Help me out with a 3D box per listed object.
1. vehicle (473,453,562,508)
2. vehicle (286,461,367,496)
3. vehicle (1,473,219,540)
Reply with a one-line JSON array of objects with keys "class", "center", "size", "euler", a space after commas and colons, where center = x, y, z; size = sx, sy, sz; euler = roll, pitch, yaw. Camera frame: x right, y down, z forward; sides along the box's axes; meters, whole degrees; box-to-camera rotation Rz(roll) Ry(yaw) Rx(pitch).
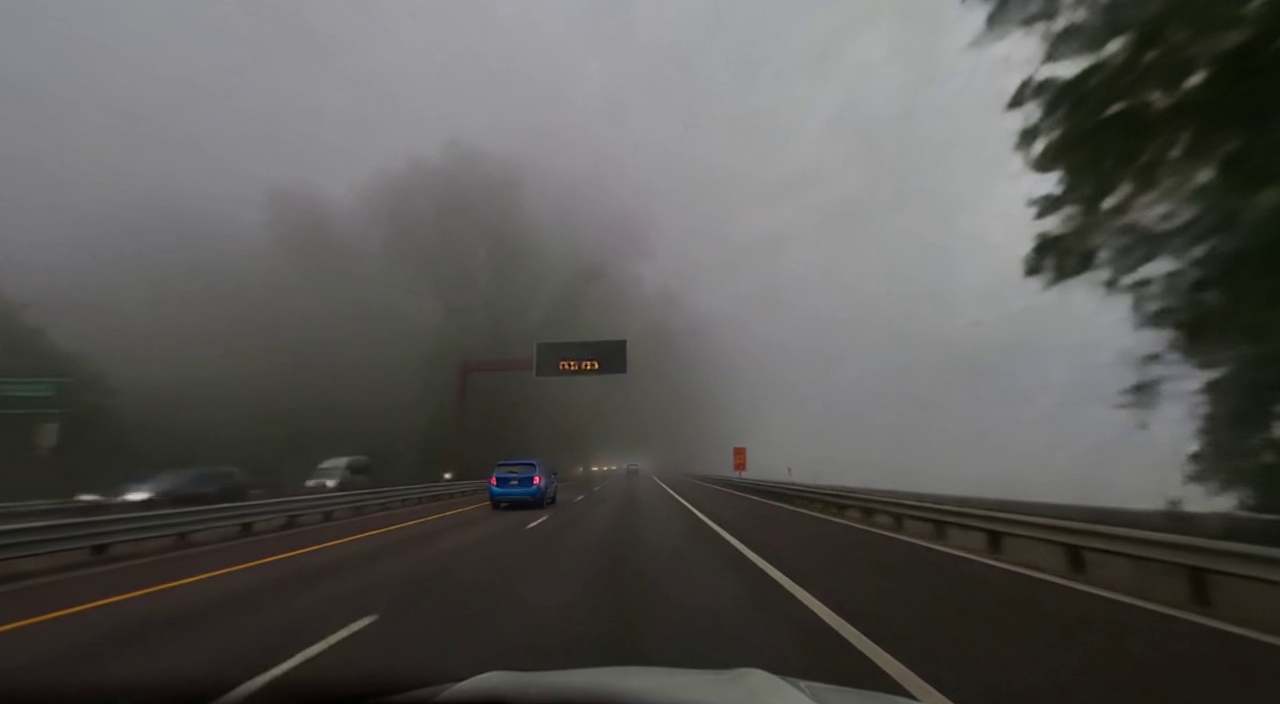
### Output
[{"class": "vehicle", "center": [-3.890, 4.199, 20.817], "size": [2.081, 1.586, 4.245], "euler": [0, -10, 0]}, {"class": "vehicle", "center": [-17.788, 7.195, 36.098], "size": [2.060, 1.831, 5.034], "euler": [1, -10, -1]}, {"class": "vehicle", "center": [-13.474, 3.926, 16.496], "size": [1.827, 1.436, 4.554], "euler": [1, -10, -2]}]
